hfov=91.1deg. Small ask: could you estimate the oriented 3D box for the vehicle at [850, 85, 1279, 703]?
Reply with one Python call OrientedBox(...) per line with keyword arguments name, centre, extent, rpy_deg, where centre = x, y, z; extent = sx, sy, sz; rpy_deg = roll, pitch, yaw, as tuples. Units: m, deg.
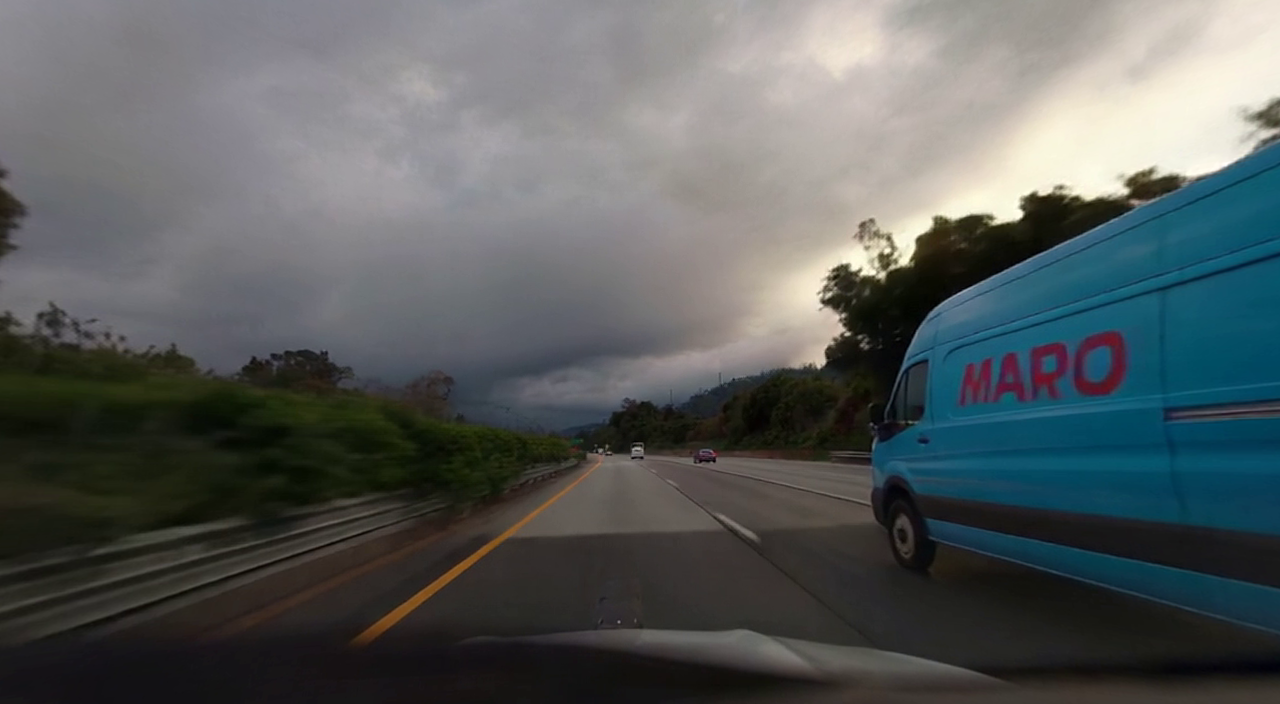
OrientedBox(name="vehicle", centre=(3.564, 0.446, 3.034), extent=(2.355, 2.664, 7.367), rpy_deg=(0, -9, -1))
